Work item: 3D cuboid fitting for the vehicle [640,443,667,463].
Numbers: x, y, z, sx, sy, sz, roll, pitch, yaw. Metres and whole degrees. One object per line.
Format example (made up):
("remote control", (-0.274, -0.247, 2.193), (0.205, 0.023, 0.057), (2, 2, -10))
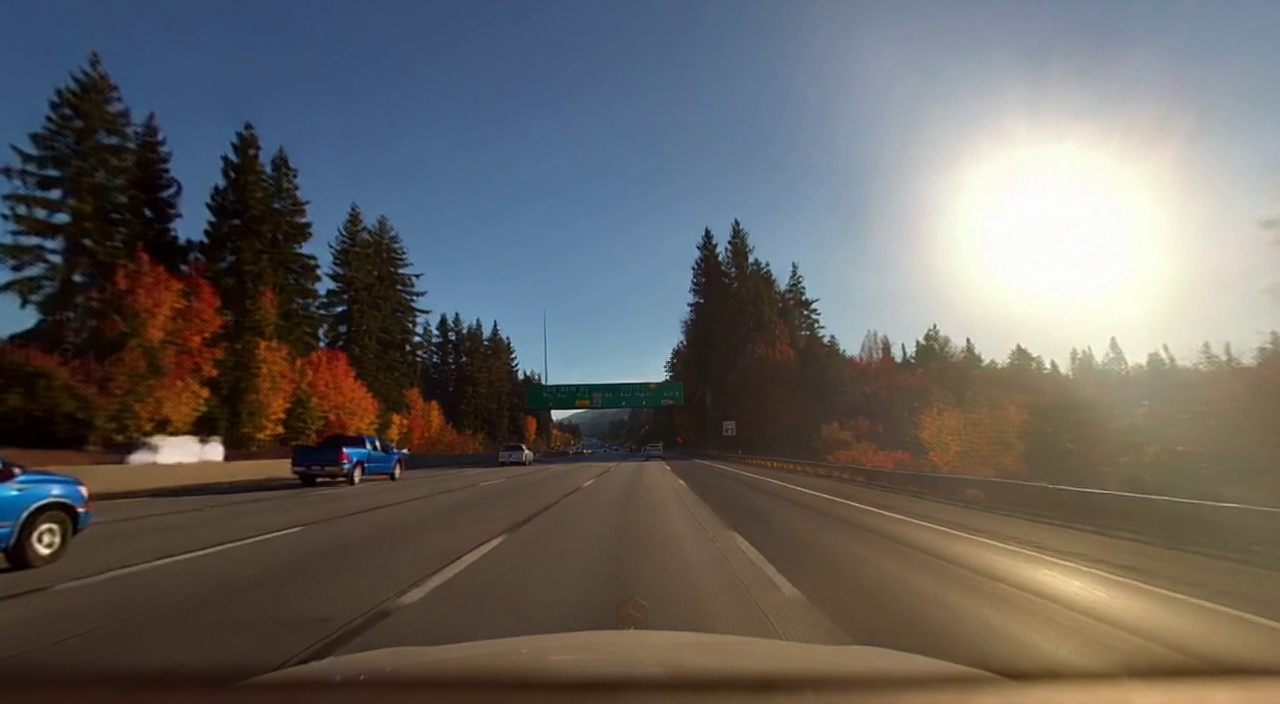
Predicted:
("vehicle", (1.067, 7.751, 48.482), (1.984, 1.471, 4.202), (0, -8, 1))

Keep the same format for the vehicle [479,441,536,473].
("vehicle", (-6.690, 5.323, 32.198), (1.919, 1.499, 4.234), (0, -8, 1))

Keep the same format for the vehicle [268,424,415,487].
("vehicle", (-10.630, 3.733, 23.144), (2.347, 1.984, 5.778), (0, -8, 2))

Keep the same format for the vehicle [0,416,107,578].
("vehicle", (-7.271, 1.246, 4.984), (1.965, 1.567, 4.686), (0, -8, 1))
